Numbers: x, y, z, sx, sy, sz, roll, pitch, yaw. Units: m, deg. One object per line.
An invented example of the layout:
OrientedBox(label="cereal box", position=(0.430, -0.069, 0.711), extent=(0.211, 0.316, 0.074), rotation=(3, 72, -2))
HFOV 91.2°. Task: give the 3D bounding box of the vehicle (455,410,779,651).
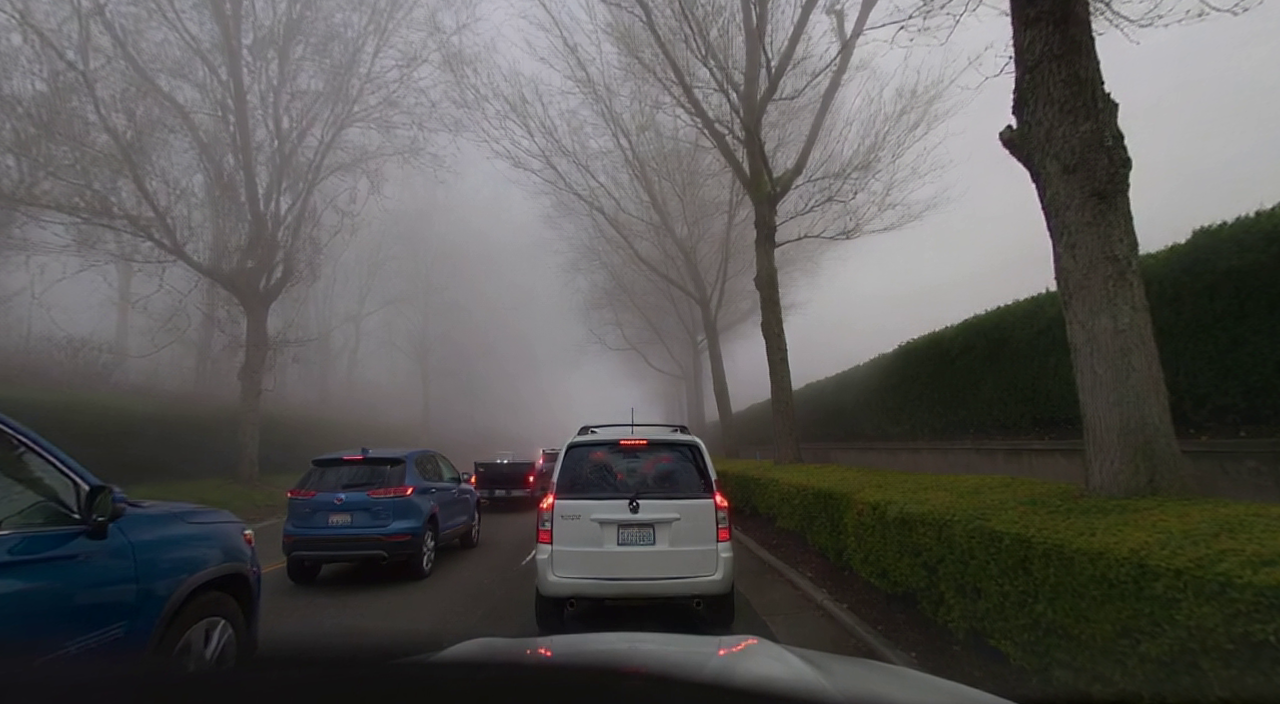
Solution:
OrientedBox(label="vehicle", position=(-0.178, 1.504, 6.268), extent=(2.154, 1.581, 4.007), rotation=(0, -9, -1))

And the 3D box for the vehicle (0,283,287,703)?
OrientedBox(label="vehicle", position=(-3.285, 0.679, 1.263), extent=(2.205, 1.913, 5.327), rotation=(-6, -8, -2))

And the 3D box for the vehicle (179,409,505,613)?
OrientedBox(label="vehicle", position=(-3.408, 1.861, 8.329), extent=(2.256, 1.728, 4.421), rotation=(-6, -8, -2))
